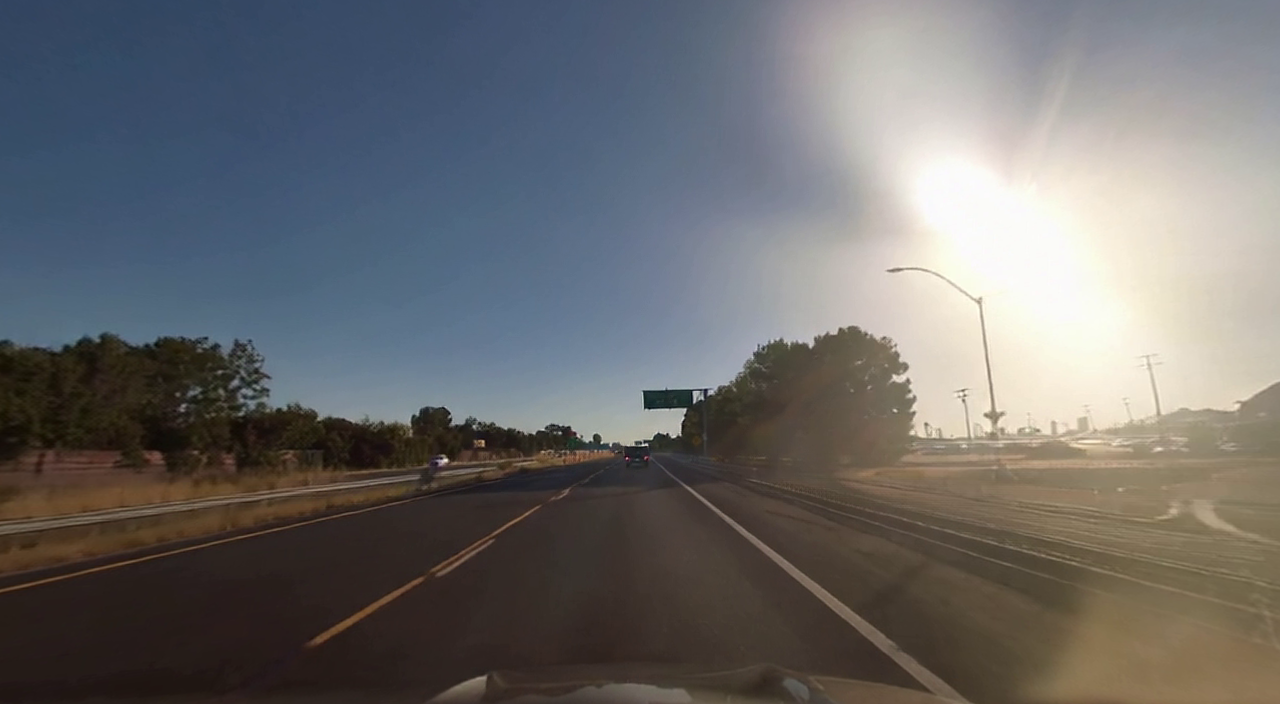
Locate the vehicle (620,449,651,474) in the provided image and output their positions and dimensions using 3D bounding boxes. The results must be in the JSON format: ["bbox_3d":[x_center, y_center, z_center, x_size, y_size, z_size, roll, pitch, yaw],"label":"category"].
[{"bbox_3d":[-0.224,6.519,37.756,1.695,1.437,3.506,0,-9,2],"label":"vehicle"}]
